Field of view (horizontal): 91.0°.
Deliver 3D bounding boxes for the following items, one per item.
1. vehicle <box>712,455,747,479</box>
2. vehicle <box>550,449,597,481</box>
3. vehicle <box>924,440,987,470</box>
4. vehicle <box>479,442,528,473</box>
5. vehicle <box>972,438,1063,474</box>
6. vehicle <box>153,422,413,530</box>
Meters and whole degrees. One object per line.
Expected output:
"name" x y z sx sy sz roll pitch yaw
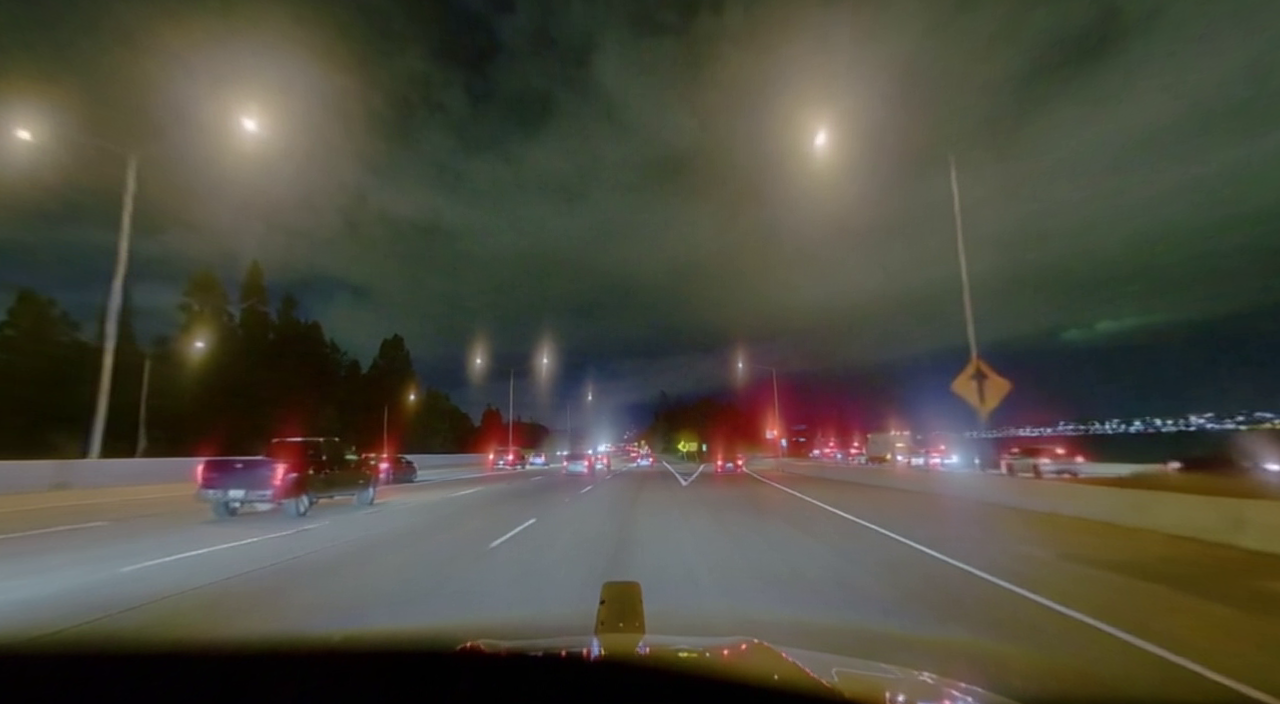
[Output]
"vehicle" 6.328 8.172 45.016 2.153 1.510 4.646 0 -9 4
"vehicle" -3.827 6.592 36.975 2.132 1.708 4.571 0 -9 1
"vehicle" 24.327 8.025 48.778 2.129 2.095 4.928 -2 -10 -2
"vehicle" -10.554 8.181 49.128 2.442 2.191 5.760 0 -9 1
"vehicle" 24.598 6.820 41.479 2.456 2.117 6.561 -1 -9 5
"vehicle" -7.289 2.600 13.904 2.250 1.870 5.647 0 -9 2
